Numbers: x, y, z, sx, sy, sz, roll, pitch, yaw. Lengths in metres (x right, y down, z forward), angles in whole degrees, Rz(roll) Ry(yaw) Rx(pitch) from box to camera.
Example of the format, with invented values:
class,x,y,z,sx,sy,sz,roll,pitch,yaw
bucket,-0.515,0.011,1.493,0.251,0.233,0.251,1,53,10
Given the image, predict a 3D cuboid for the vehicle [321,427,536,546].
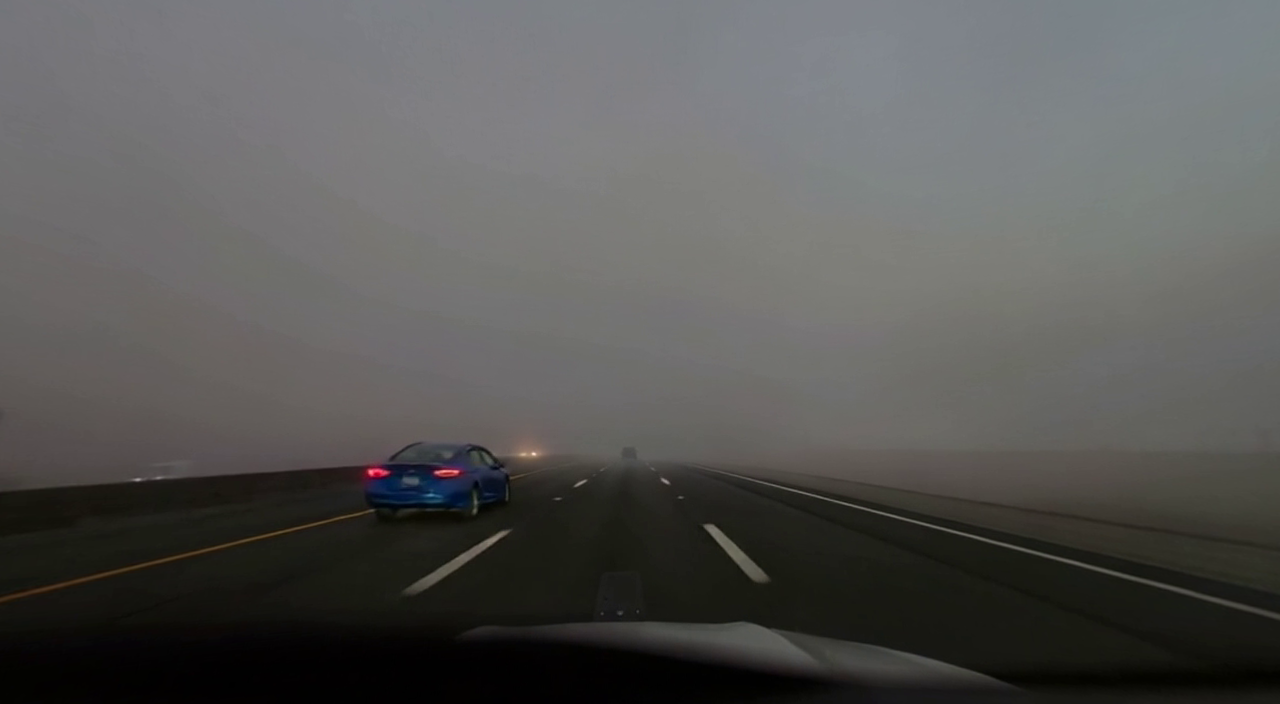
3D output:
class,x,y,z,sx,sy,sz,roll,pitch,yaw
vehicle,-3.246,2.175,10.848,2.069,1.573,4.589,0,-9,0
